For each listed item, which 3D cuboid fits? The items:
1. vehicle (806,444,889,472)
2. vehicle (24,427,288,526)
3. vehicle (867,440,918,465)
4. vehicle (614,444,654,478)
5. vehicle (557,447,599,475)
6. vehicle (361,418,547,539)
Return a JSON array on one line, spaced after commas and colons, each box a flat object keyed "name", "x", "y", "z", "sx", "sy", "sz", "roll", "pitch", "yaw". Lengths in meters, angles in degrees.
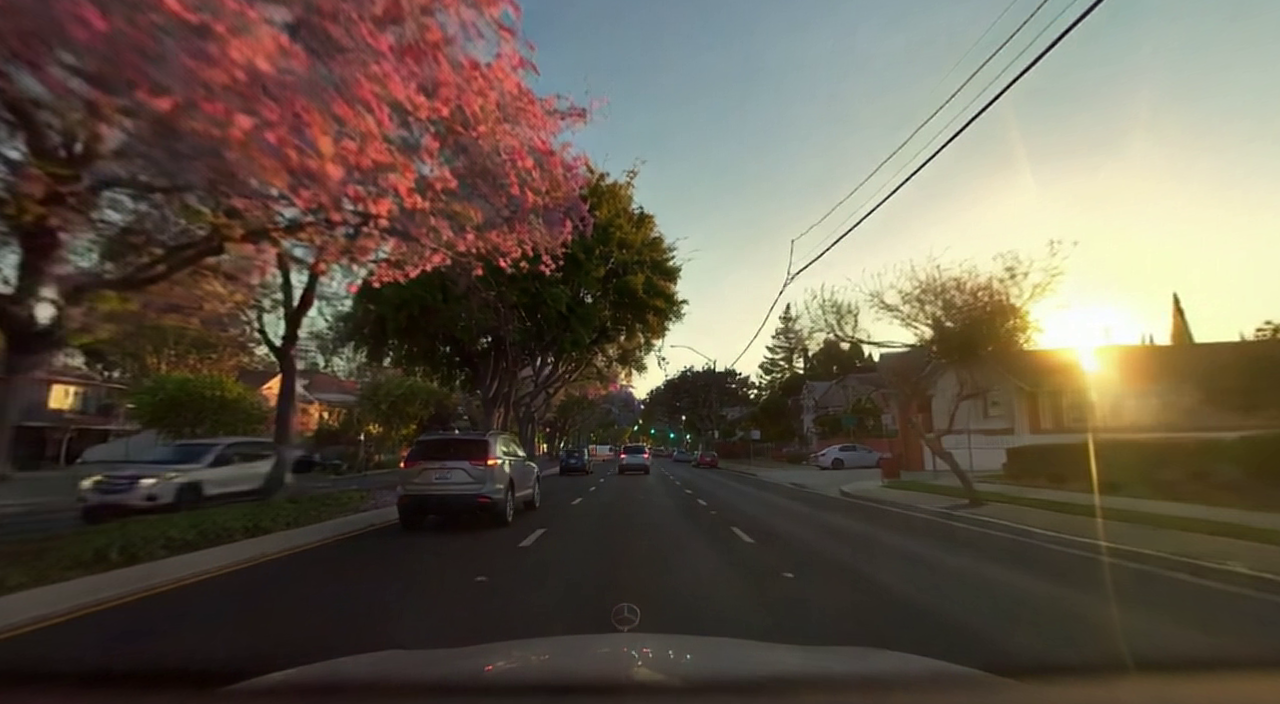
[{"name": "vehicle", "x": 12.617, "y": 6.482, "z": 38.738, "sx": 4.482, "sy": 1.678, "sz": 1.890, "roll": -1, "pitch": -8, "yaw": 7}, {"name": "vehicle", "x": -11.352, "y": 2.918, "z": 15.588, "sx": 2.152, "sy": 1.958, "sz": 5.490, "roll": 0, "pitch": -8, "yaw": 0}, {"name": "vehicle", "x": 18.876, "y": 7.476, "z": 47.322, "sx": 1.828, "sy": 1.782, "sz": 3.871, "roll": 1, "pitch": -8, "yaw": -7}, {"name": "vehicle", "x": -0.319, "y": 5.671, "z": 33.081, "sx": 1.997, "sy": 1.636, "sz": 3.760, "roll": 0, "pitch": -8, "yaw": -1}, {"name": "vehicle", "x": -3.616, "y": 6.439, "z": 37.559, "sx": 2.066, "sy": 1.565, "sz": 3.905, "roll": 0, "pitch": -8, "yaw": 0}, {"name": "vehicle", "x": -3.362, "y": 2.398, "z": 12.686, "sx": 2.161, "sy": 1.919, "sz": 4.798, "roll": -1, "pitch": -8, "yaw": 1}]
